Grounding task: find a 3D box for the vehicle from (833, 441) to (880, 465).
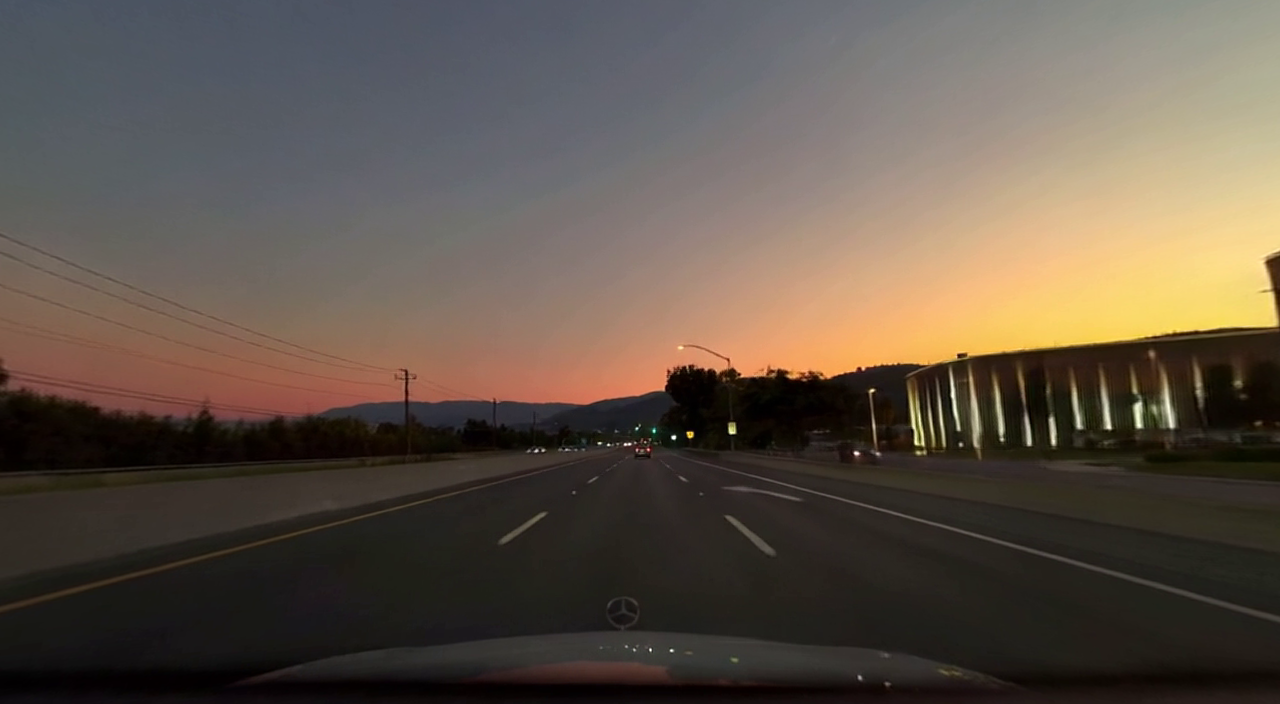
[{"bbox_3d":[16.415,7.683,47.975,2.037,1.718,4.610,0,-9,1],"label":"vehicle"}]
